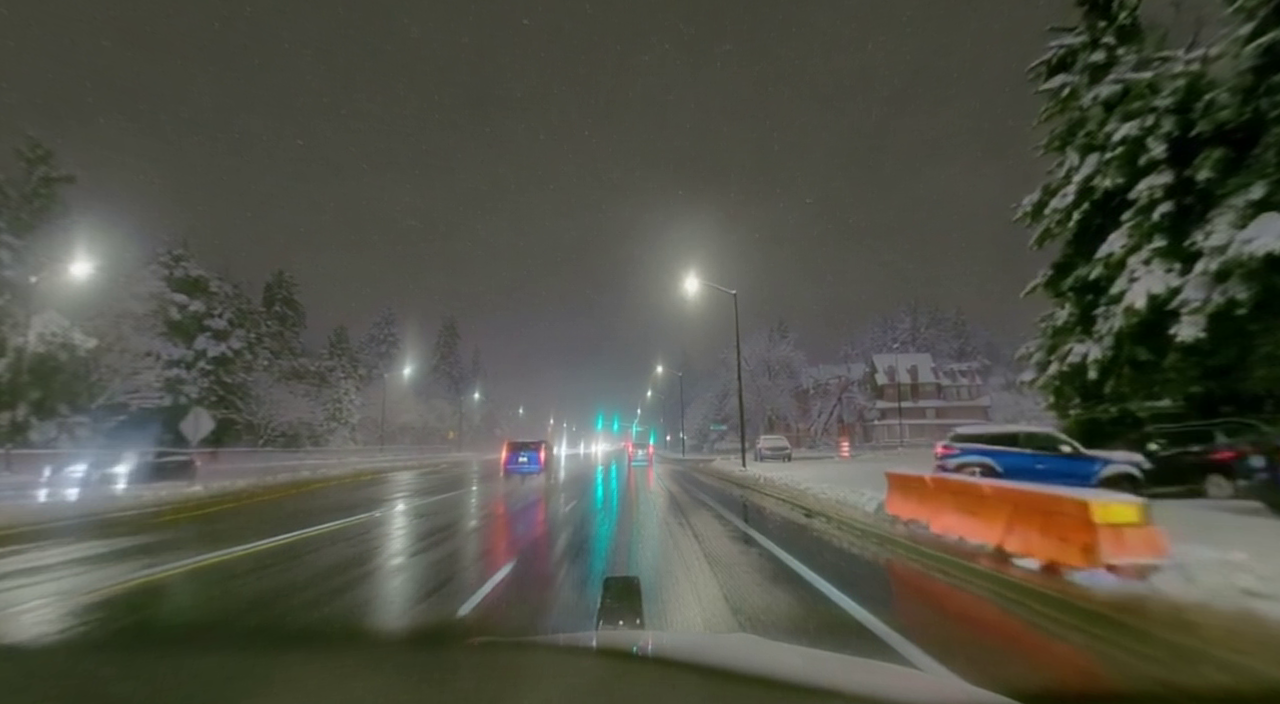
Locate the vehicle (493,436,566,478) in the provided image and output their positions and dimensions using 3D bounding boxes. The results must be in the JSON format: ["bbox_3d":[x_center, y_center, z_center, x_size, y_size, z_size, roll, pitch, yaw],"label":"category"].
[{"bbox_3d":[-4.715,4.556,27.672,2.198,1.663,4.519,0,-8,3],"label":"vehicle"}]

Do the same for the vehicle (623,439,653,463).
[{"bbox_3d":[-0.136,7.399,47.113,2.135,1.711,4.124,0,-8,0],"label":"vehicle"}]

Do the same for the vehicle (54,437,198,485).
[{"bbox_3d":[-20.804,4.407,25.788,2.053,1.761,4.479,0,-8,1],"label":"vehicle"}]

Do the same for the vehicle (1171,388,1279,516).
[{"bbox_3d":[11.633,1.526,9.602,4.936,1.813,2.158,0,-8,3],"label":"vehicle"}]

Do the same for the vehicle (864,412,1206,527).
[{"bbox_3d":[6.548,1.987,11.035,4.447,1.754,2.182,-1,-8,5],"label":"vehicle"}]
